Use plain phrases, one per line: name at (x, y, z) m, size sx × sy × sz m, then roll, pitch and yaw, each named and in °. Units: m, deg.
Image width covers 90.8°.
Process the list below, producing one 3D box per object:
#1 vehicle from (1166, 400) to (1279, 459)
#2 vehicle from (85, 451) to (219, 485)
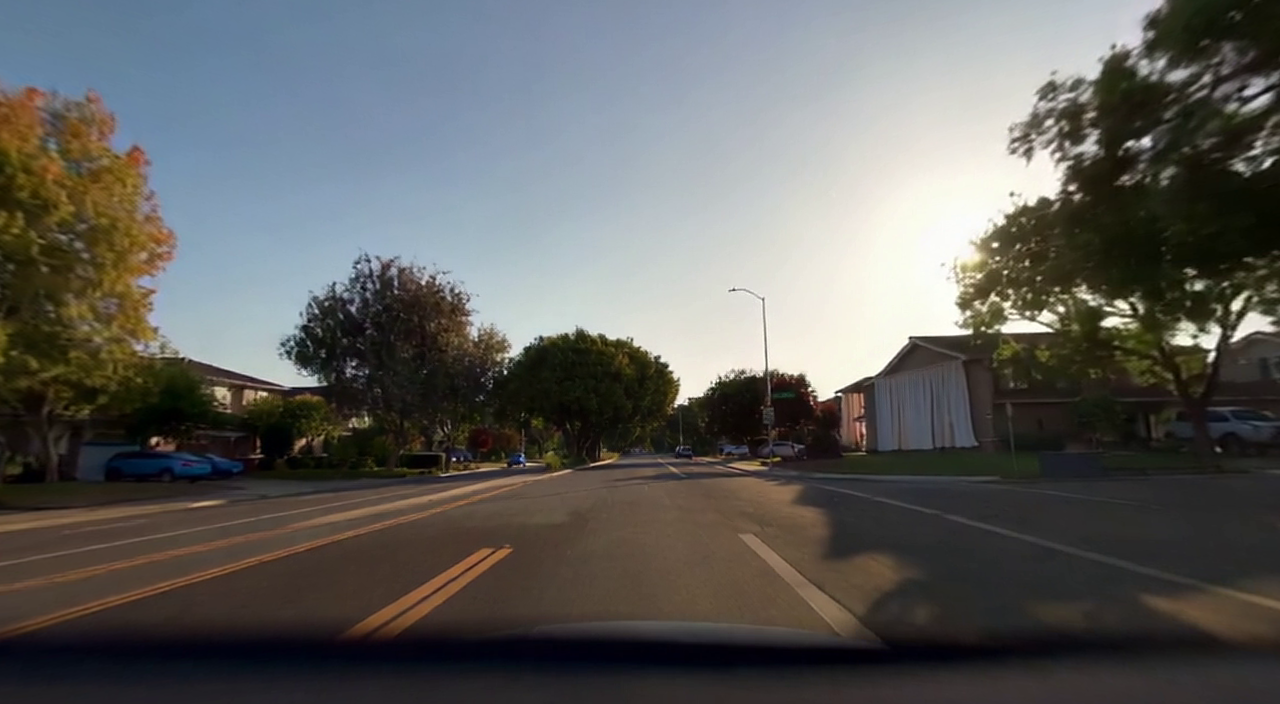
vehicle at (26.484, 3.334, 26.994) m, size 5.595 × 2.365 × 2.241 m, roll -1°, pitch -8°, yaw 7°
vehicle at (-22.880, 5.437, 29.740) m, size 4.486 × 1.509 × 2.189 m, roll 0°, pitch -8°, yaw 1°
